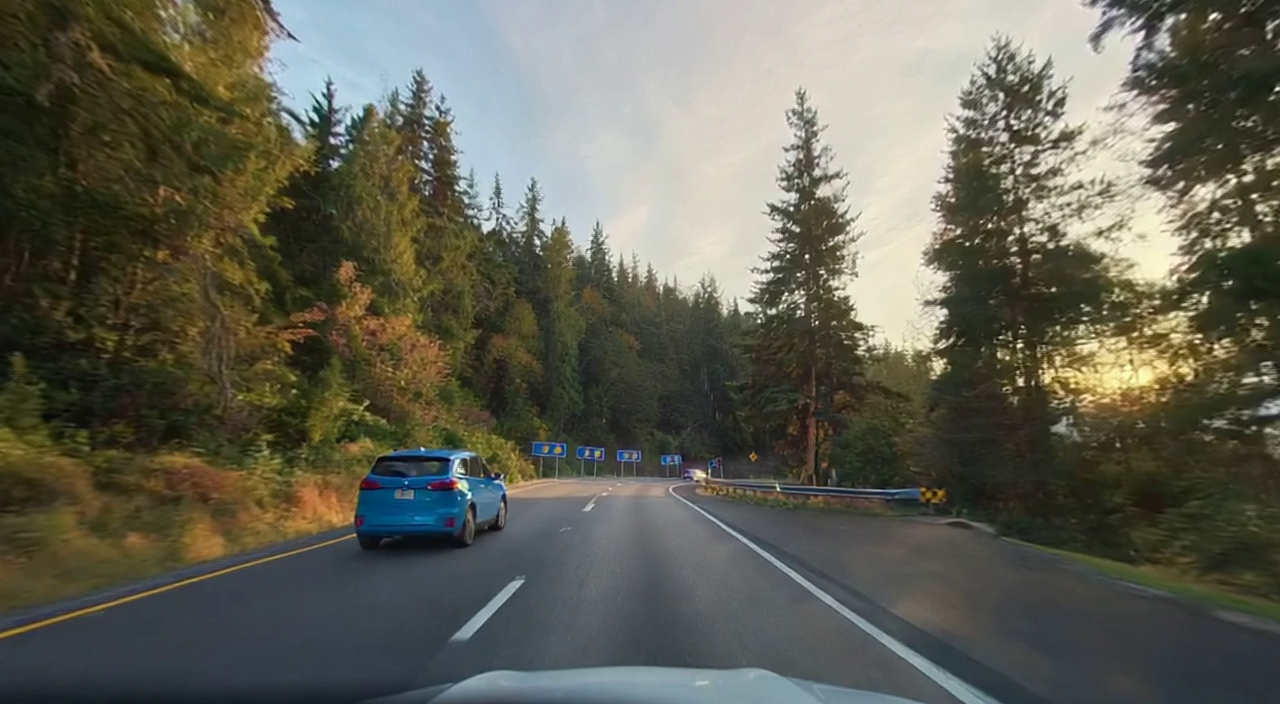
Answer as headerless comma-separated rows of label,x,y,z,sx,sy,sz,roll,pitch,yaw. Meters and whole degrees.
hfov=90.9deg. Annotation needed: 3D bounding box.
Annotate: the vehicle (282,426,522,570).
vehicle,-3.286,2.165,9.884,1.997,1.692,4.422,1,-10,0
